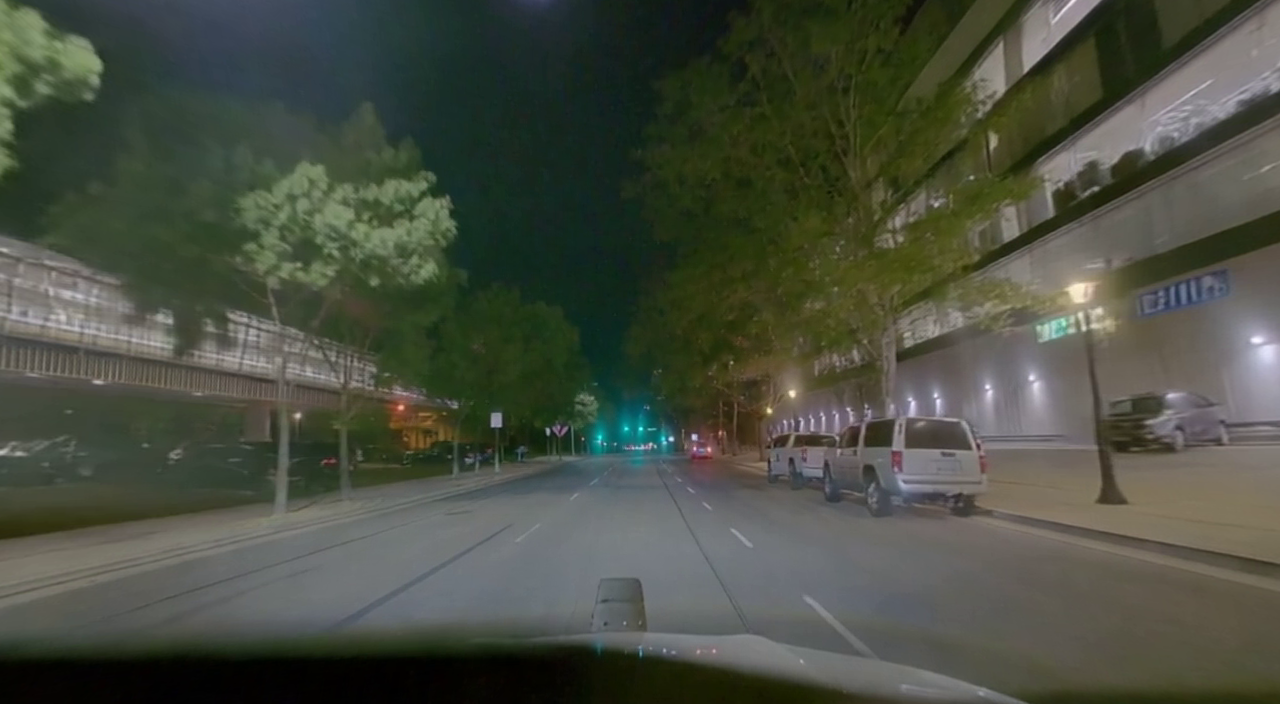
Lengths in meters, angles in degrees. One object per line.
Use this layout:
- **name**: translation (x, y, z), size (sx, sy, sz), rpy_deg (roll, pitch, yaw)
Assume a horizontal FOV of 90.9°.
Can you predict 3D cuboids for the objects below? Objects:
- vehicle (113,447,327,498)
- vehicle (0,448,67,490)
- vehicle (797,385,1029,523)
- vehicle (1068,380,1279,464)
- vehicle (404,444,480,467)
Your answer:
- **vehicle**: translation (-13.064, 3.763, 19.880), size (5.269, 1.491, 2.133), rpy_deg (-1, -9, 2)
- **vehicle**: translation (-25.545, 4.645, 25.254), size (1.982, 1.565, 4.910), rpy_deg (3, -9, -19)
- **vehicle**: translation (5.783, 2.341, 14.727), size (2.596, 2.509, 6.178), rpy_deg (0, -9, 0)
- **vehicle**: translation (19.074, 2.678, 23.152), size (2.341, 2.648, 6.024), rpy_deg (1, -8, -1)
- **vehicle**: translation (-14.532, 7.660, 46.612), size (4.954, 1.614, 2.227), rpy_deg (0, -9, -5)
